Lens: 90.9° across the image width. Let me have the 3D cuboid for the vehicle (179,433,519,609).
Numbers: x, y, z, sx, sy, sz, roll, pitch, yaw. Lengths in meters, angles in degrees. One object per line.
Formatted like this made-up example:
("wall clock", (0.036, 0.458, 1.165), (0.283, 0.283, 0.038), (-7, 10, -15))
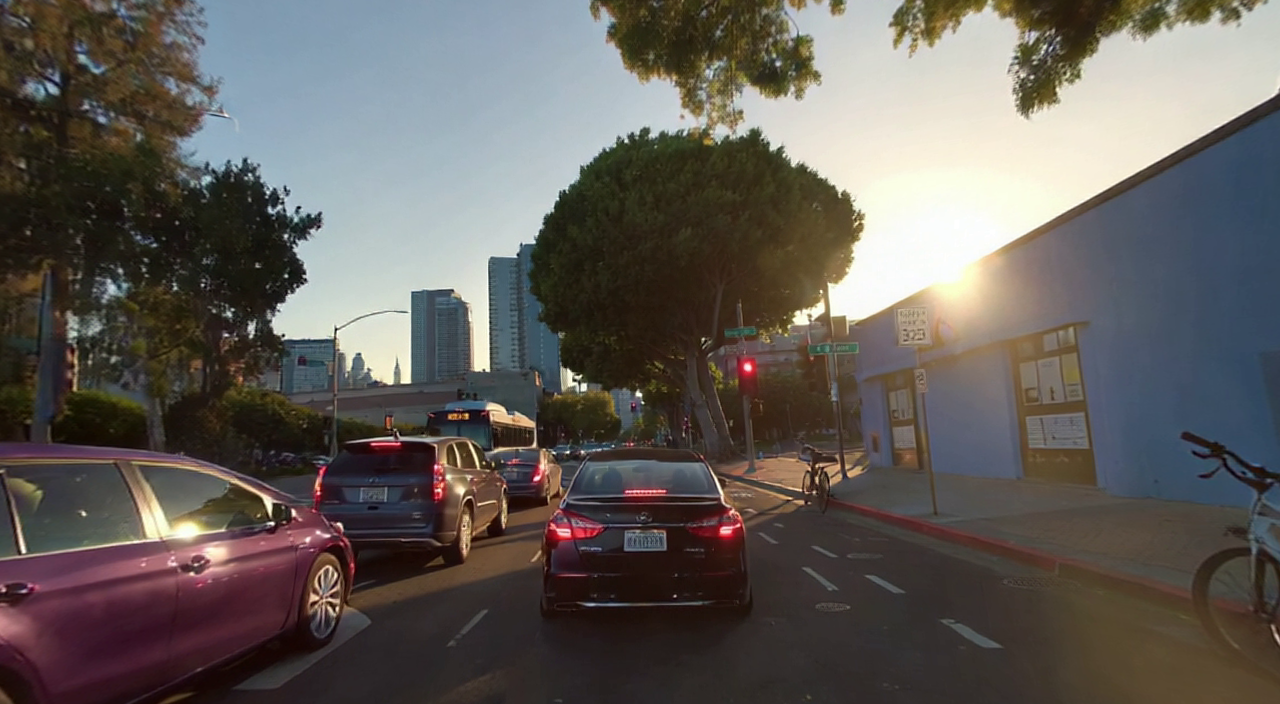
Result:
("vehicle", (-2.908, 1.763, 7.624), (1.944, 1.481, 4.385), (0, -8, 1))

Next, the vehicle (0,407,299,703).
("vehicle", (-3.169, 0.872, 1.713), (1.867, 1.486, 4.452), (0, -8, 2))

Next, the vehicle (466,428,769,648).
("vehicle", (-0.134, 1.531, 6.185), (2.031, 1.461, 3.763), (0, -8, 1))
